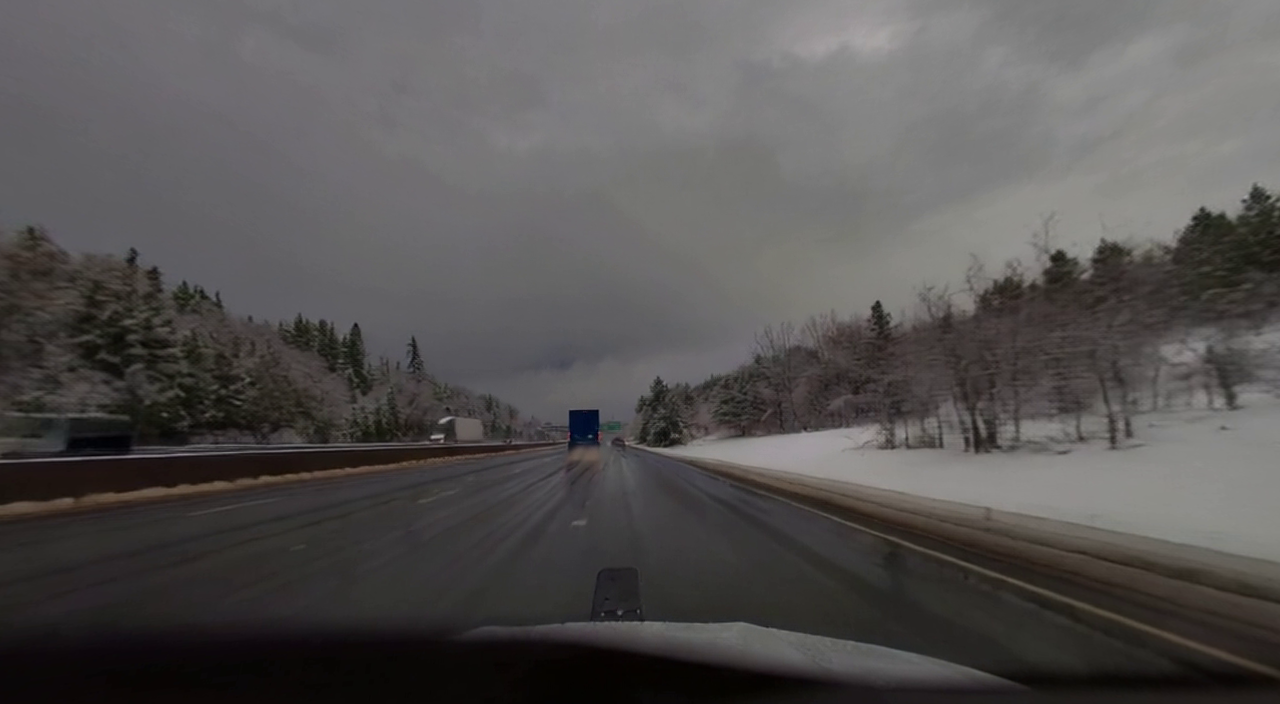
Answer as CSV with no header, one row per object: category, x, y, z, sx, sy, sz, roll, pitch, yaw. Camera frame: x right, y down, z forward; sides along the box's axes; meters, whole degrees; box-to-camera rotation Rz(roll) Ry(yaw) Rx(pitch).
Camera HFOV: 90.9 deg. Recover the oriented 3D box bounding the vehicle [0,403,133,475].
vehicle,-22.202,3.210,23.179,2.136,2.320,5.993,1,-9,-1
